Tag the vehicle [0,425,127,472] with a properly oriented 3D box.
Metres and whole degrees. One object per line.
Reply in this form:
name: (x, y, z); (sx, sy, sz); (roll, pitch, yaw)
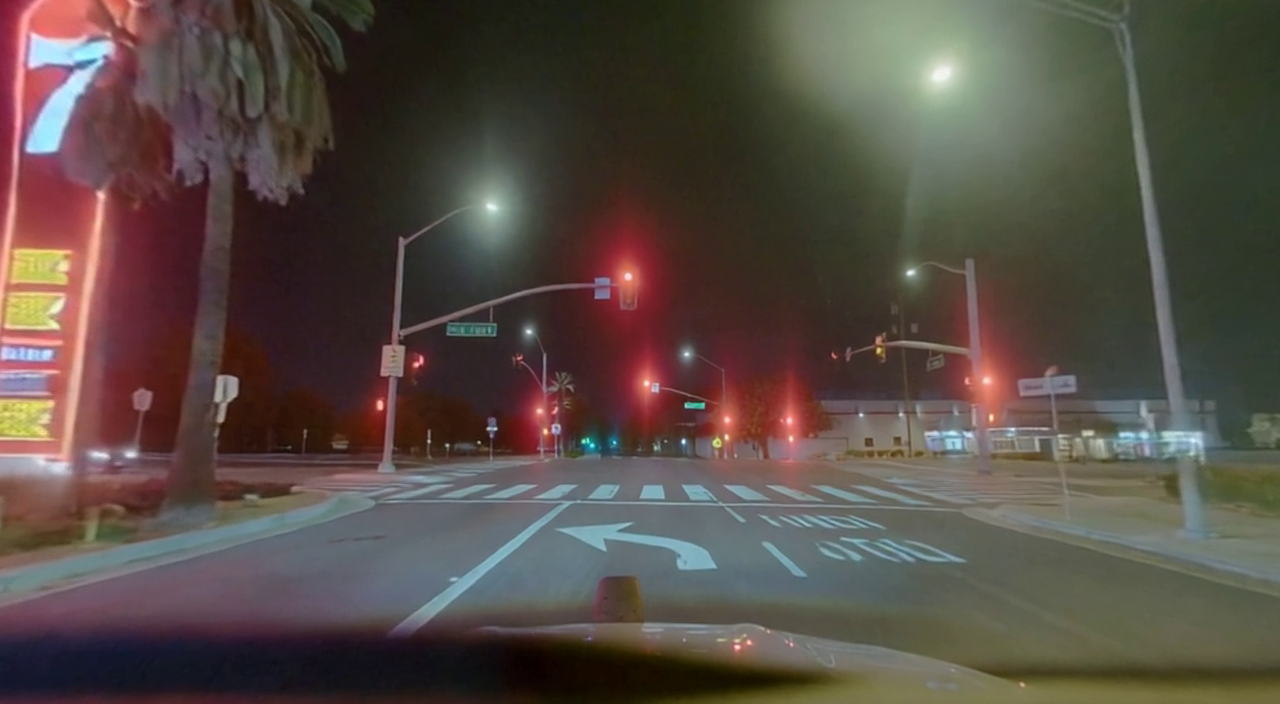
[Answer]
vehicle: (-22.225, 3.595, 23.538); (4.350, 1.624, 2.023); (0, -9, -2)
